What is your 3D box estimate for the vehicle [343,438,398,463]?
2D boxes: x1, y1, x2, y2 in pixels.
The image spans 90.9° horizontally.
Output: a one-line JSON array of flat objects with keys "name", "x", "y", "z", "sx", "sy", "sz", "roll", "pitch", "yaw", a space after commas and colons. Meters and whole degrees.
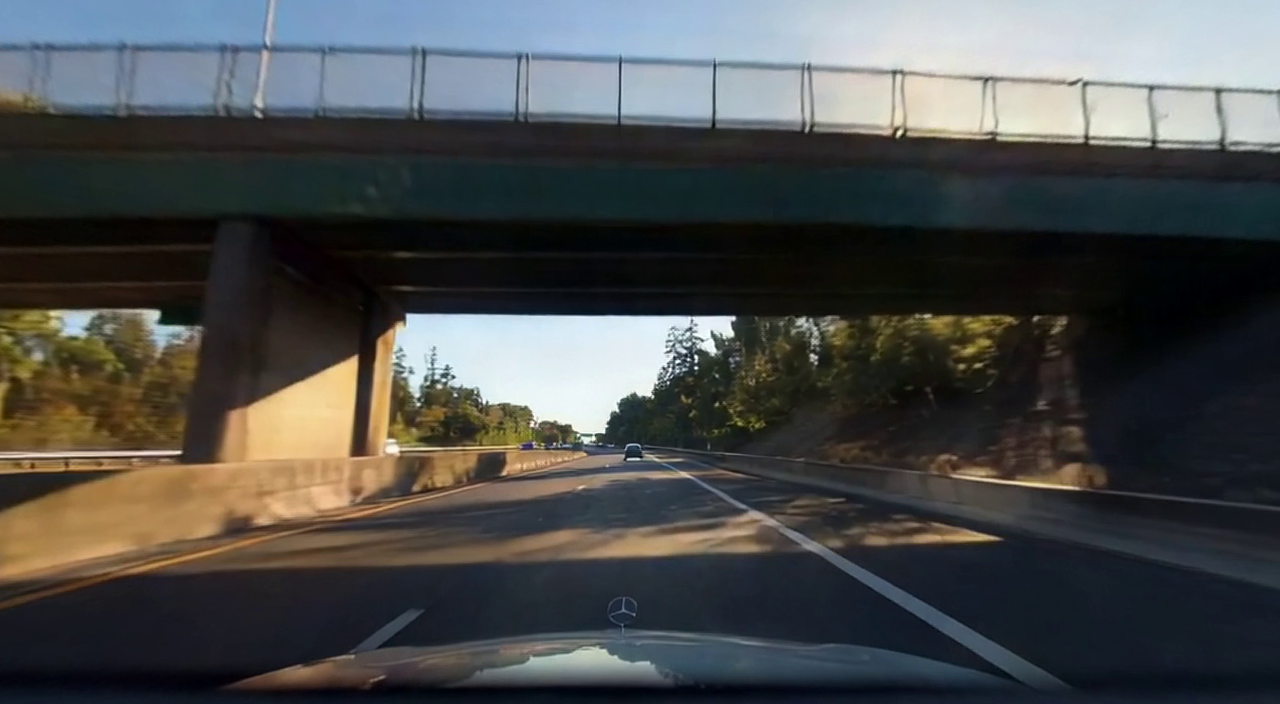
[{"name": "vehicle", "x": -16.449, "y": 6.014, "z": 38.594, "sx": 1.691, "sy": 1.443, "sz": 3.653, "roll": 0, "pitch": -9, "yaw": 1}]
